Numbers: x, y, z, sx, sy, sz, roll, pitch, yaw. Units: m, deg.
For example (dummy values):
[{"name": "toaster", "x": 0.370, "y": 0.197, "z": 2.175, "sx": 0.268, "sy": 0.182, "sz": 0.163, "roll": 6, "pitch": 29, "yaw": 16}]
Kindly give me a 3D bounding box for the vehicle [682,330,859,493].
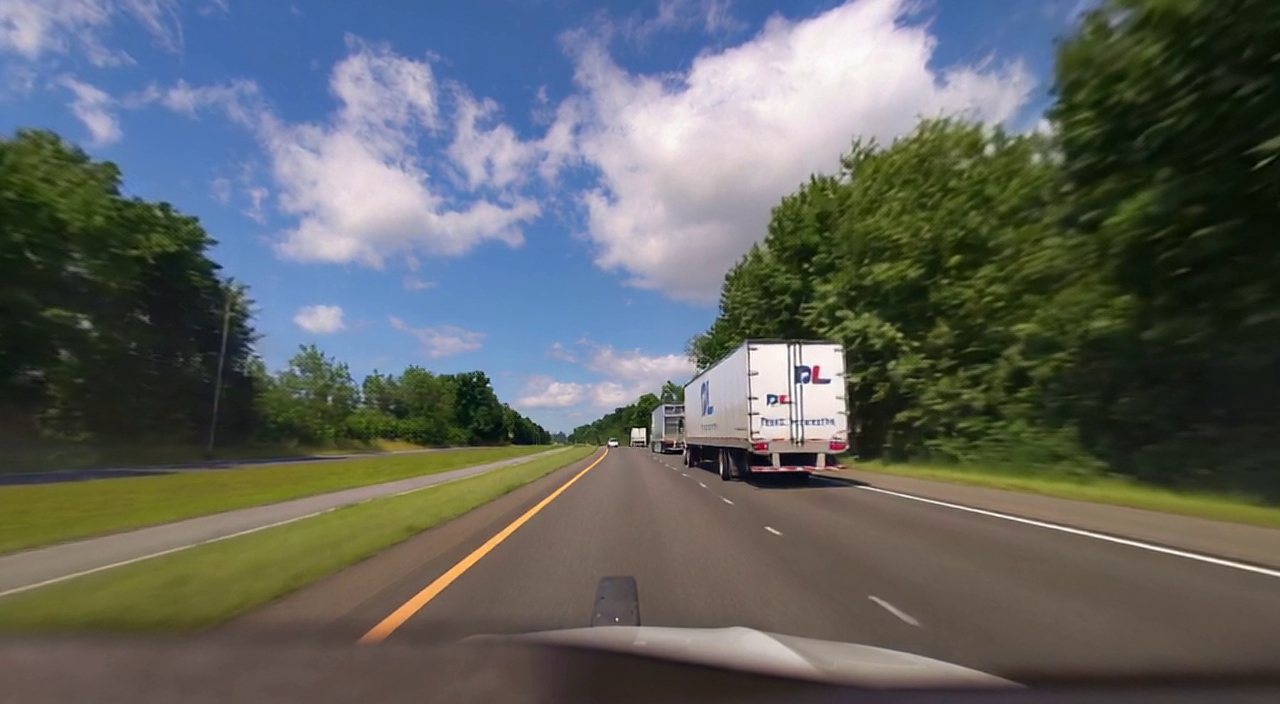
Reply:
[{"name": "vehicle", "x": 3.700, "y": 2.474, "z": 22.945, "sx": 2.863, "sy": 4.031, "sz": 14.678, "roll": 0, "pitch": -8, "yaw": -2}]
